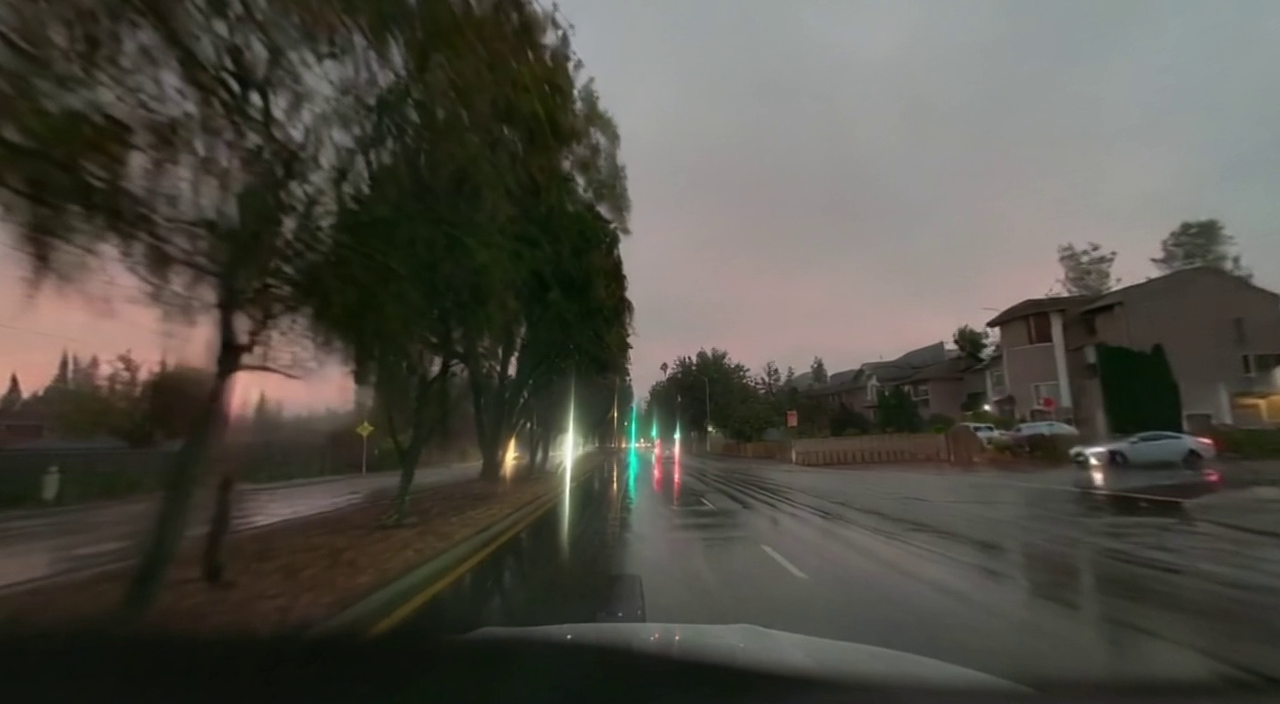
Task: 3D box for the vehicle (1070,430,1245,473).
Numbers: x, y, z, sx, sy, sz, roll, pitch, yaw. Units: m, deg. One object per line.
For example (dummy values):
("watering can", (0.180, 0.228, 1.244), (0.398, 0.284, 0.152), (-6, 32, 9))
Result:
("vehicle", (18.890, 3.655, 23.239), (4.536, 1.453, 2.128), (0, -8, -1))
